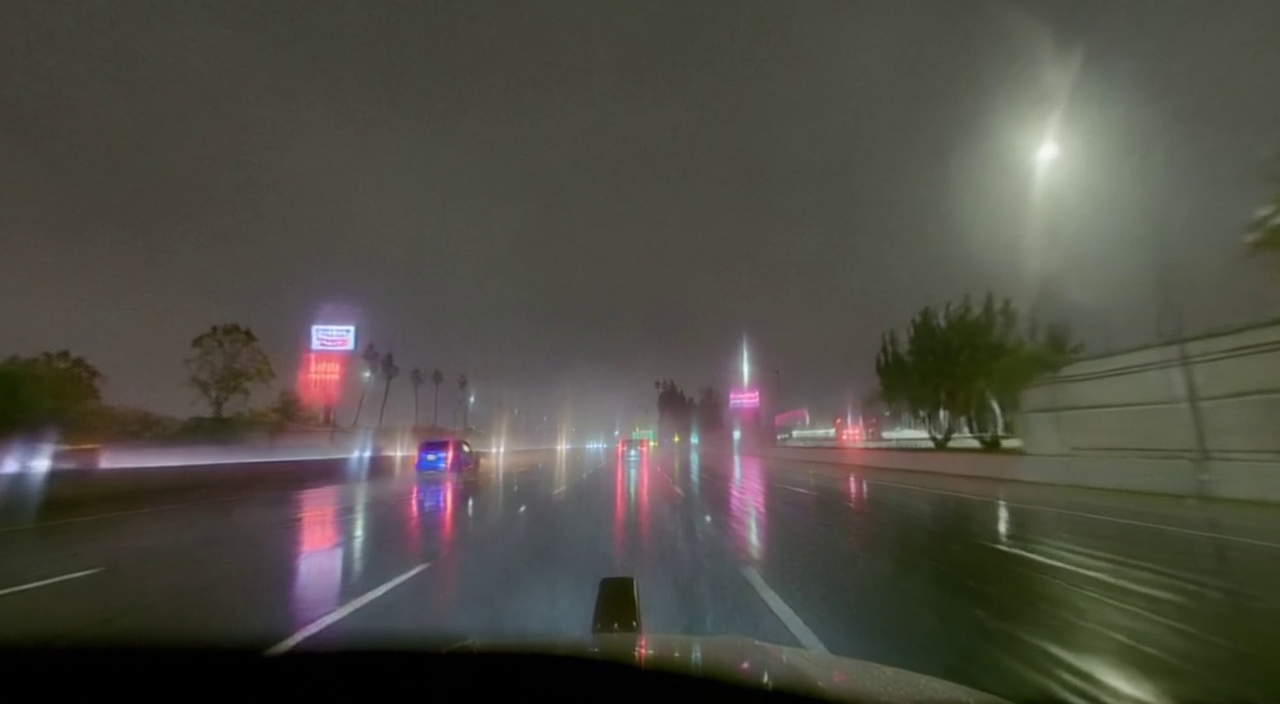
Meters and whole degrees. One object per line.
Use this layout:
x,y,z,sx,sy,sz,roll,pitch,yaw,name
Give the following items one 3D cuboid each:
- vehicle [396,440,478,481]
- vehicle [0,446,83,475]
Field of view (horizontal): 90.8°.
-8.407,4.535,26.598,1.971,1.552,4.465,0,-9,0,vehicle
-33.535,5.919,34.654,1.860,1.494,4.521,0,-9,0,vehicle
